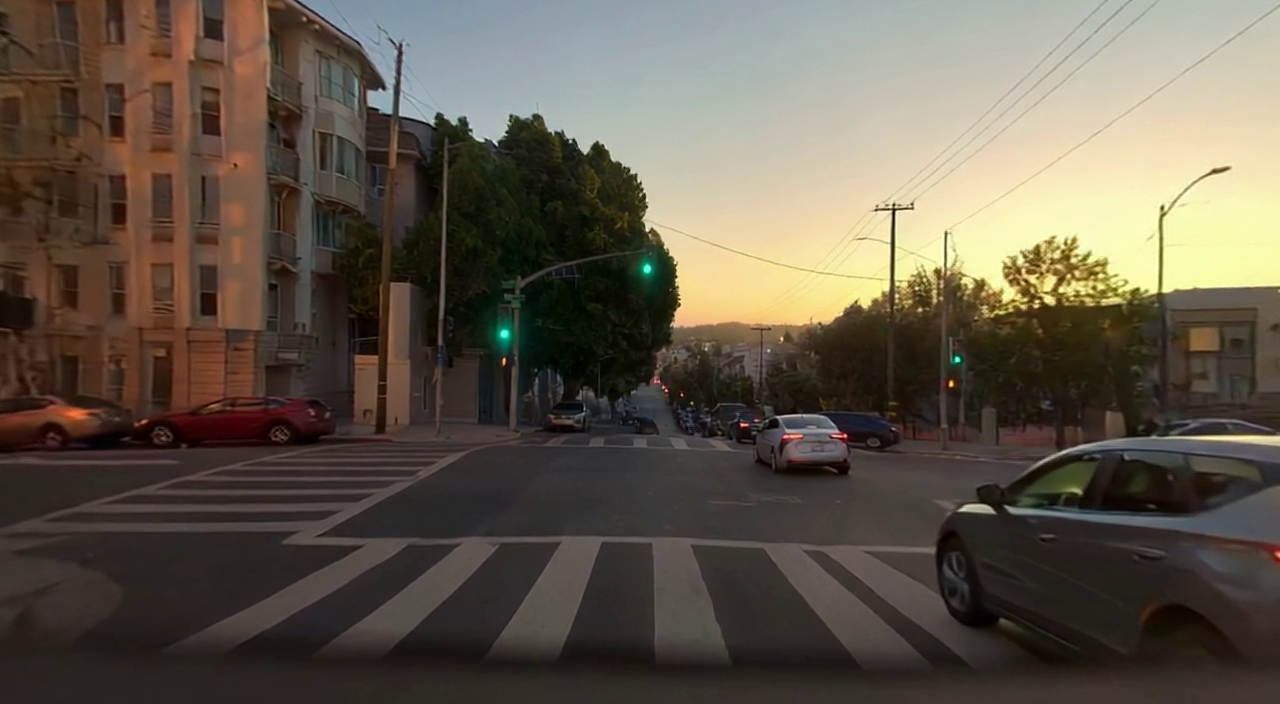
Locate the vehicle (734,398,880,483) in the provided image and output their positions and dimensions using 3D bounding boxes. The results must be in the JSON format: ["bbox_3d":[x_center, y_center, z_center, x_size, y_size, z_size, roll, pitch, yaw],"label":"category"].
[{"bbox_3d":[3.265,1.735,13.219,1.970,1.490,4.016,0,-5,0],"label":"vehicle"}]

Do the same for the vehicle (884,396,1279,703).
[{"bbox_3d":[3.050,0.993,2.809,2.055,1.450,4.676,0,-9,0],"label":"vehicle"}]

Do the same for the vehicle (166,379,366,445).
[{"bbox_3d":[-10.401,1.747,17.823,4.304,1.755,2.083,0,-9,1],"label":"vehicle"}]

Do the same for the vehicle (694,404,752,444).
[{"bbox_3d":[3.703,3.386,29.056,2.093,1.655,4.327,0,-9,0],"label":"vehicle"}]

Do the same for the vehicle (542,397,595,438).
[{"bbox_3d":[-2.931,2.807,26.459,1.878,1.521,3.697,0,-9,-2],"label":"vehicle"}]

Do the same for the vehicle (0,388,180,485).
[{"bbox_3d":[-11.181,1.440,11.276,4.507,1.455,1.927,0,0,1],"label":"vehicle"}]

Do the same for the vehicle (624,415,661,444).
[{"bbox_3d":[0.140,4.313,34.740,1.923,1.460,3.923,0,-9,0],"label":"vehicle"}]
